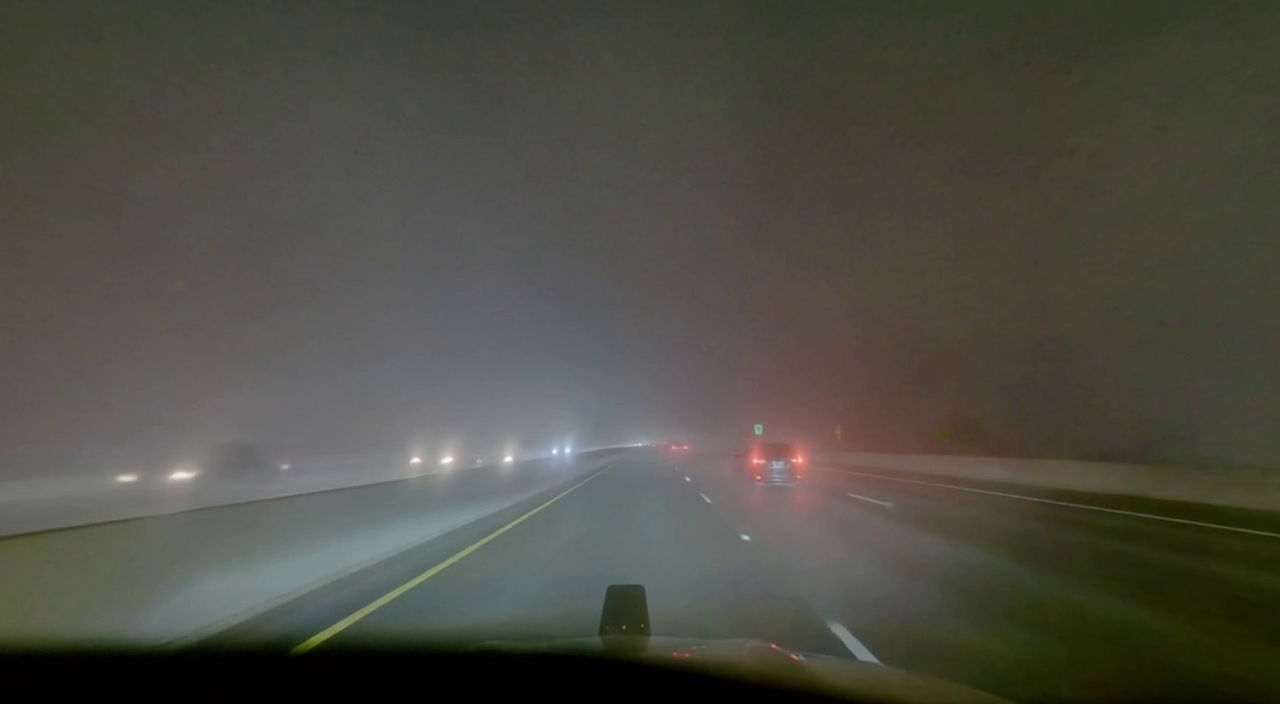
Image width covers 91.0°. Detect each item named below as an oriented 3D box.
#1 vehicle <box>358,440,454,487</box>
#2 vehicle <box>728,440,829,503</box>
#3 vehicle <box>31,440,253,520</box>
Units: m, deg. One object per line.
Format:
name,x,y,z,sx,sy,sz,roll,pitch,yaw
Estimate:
vehicle,-9.117,4.351,24.964,2.060,1.654,4.362,0,-8,1
vehicle,3.415,2.988,16.227,1.683,1.400,3.868,0,-8,-1
vehicle,-12.788,3.248,16.674,2.052,1.784,4.583,0,-8,1
